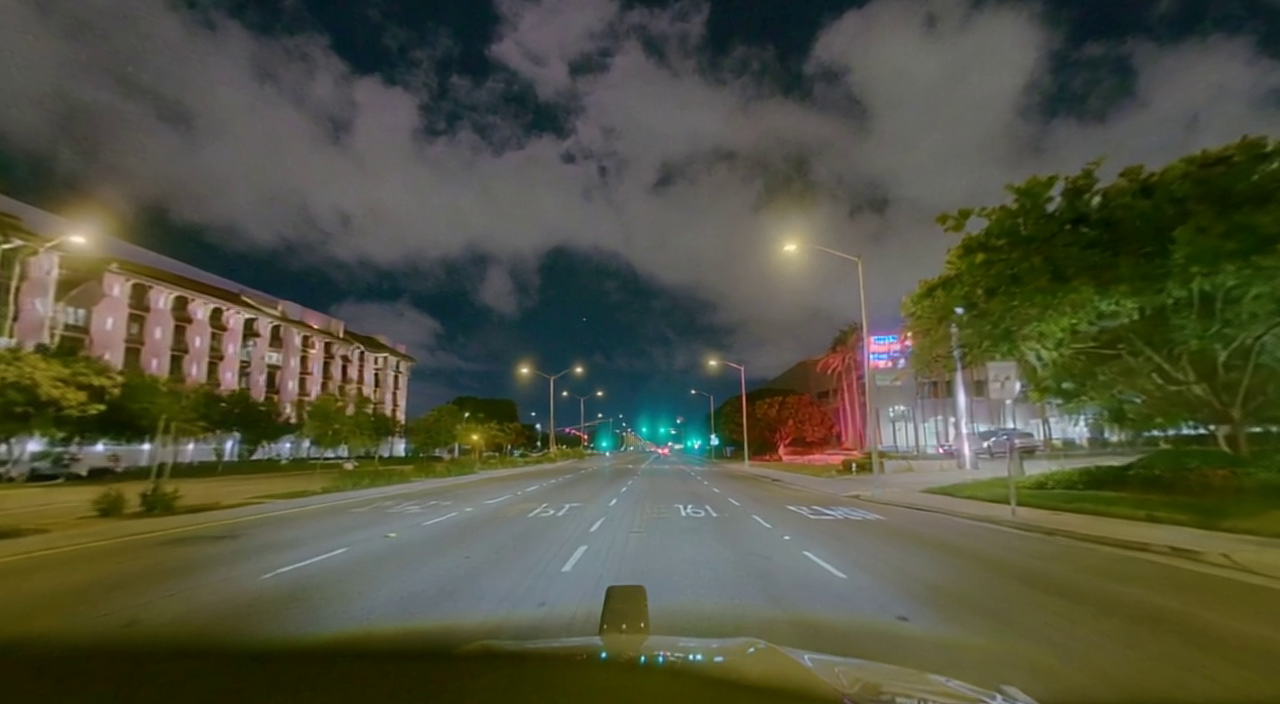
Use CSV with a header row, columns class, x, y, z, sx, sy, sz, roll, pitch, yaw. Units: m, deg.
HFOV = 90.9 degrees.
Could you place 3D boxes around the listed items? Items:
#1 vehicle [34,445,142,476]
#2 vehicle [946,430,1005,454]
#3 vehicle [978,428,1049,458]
class,x,y,z,sx,sy,sz,roll,pitch,yaw
vehicle,-34.635,6.799,39.770,2.020,1.768,5.003,0,-9,4
vehicle,26.147,7.065,49.286,2.095,1.692,5.051,-2,-10,4
vehicle,24.237,5.972,41.097,2.222,1.818,5.099,-1,-9,10
